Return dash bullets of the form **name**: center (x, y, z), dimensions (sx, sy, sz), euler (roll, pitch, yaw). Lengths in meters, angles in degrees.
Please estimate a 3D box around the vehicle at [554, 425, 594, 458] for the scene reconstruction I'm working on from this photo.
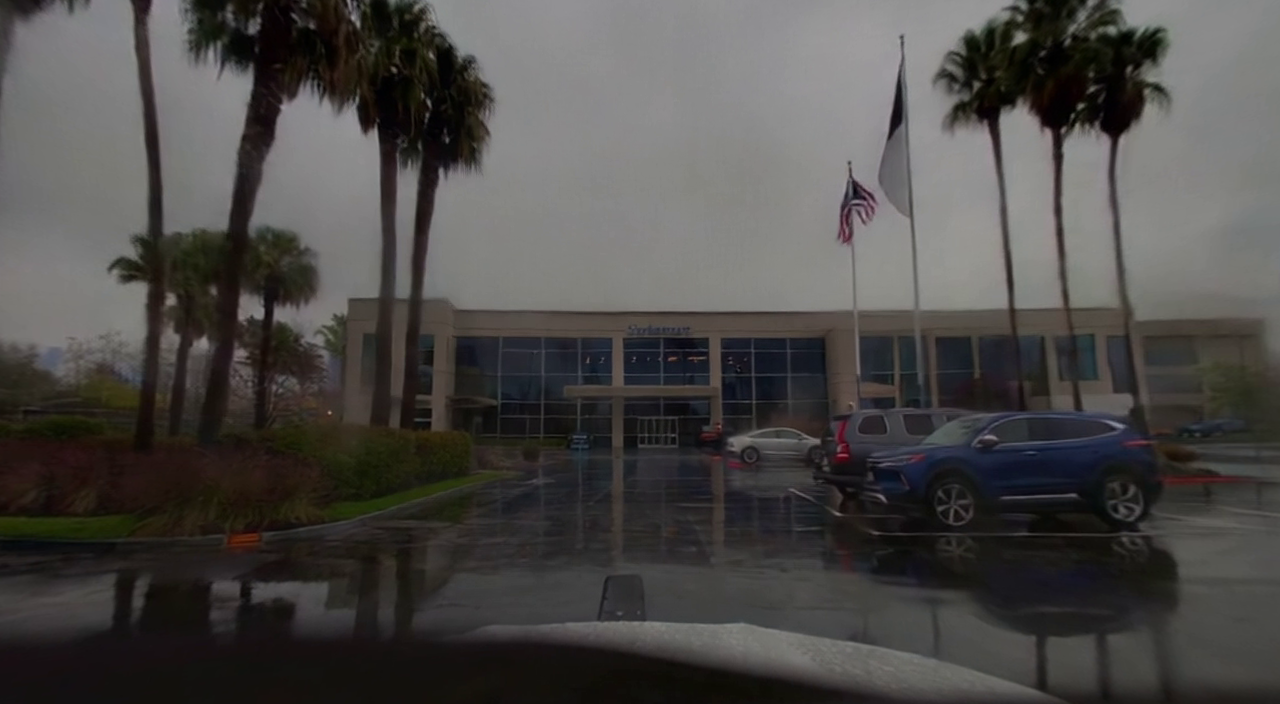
- **vehicle**: center (-4.520, 6.216, 43.972), dimensions (1.943, 1.890, 4.472), euler (2, -4, 4)

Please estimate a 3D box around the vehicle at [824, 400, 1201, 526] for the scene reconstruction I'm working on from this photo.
- **vehicle**: center (5.456, 1.683, 9.806), dimensions (4.567, 1.723, 1.926), euler (0, -8, 3)
